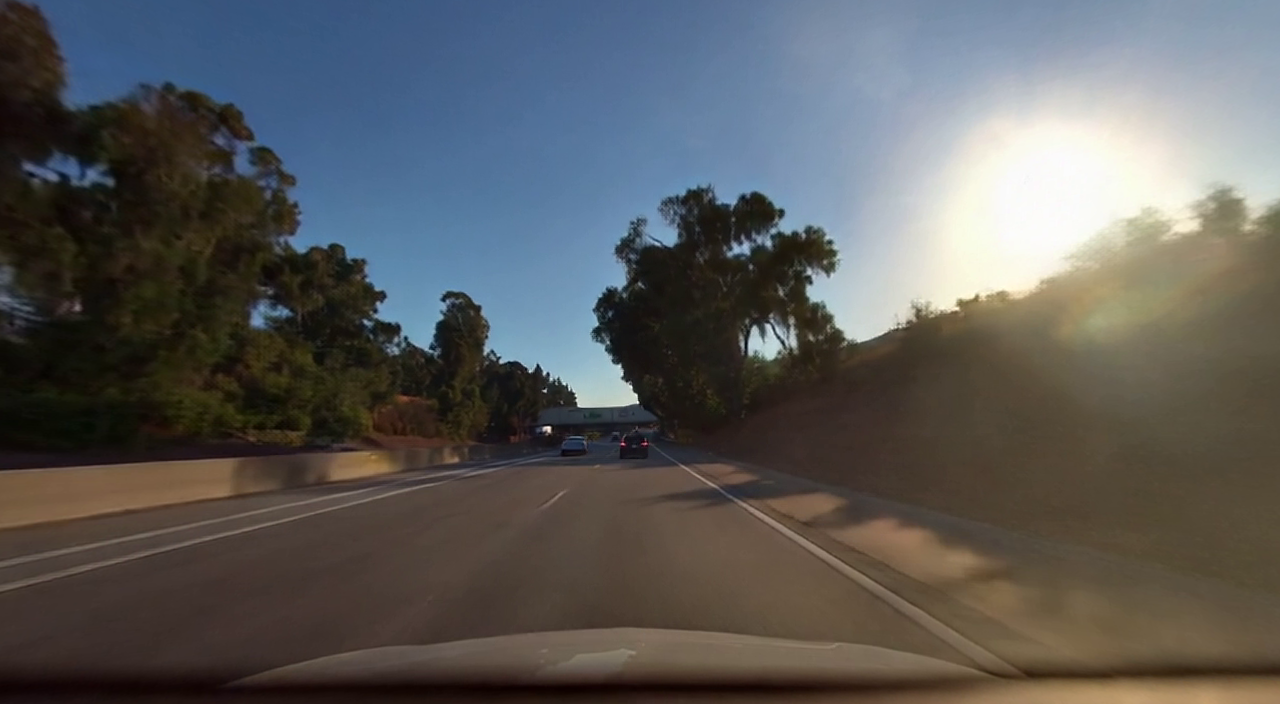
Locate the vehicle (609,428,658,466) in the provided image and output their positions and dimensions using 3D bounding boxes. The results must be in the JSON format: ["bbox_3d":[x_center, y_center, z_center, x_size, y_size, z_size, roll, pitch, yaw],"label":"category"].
[{"bbox_3d":[-0.298,4.508,30.025,2.134,1.654,4.174,0,-8,0],"label":"vehicle"}]

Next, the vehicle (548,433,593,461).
[{"bbox_3d":[-3.882,5.392,35.935,2.030,1.491,4.046,0,-8,1],"label":"vehicle"}]

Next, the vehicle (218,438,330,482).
[{"bbox_3d":[-12.970,3.817,22.616,1.768,1.401,3.810,0,-8,-1],"label":"vehicle"}]
